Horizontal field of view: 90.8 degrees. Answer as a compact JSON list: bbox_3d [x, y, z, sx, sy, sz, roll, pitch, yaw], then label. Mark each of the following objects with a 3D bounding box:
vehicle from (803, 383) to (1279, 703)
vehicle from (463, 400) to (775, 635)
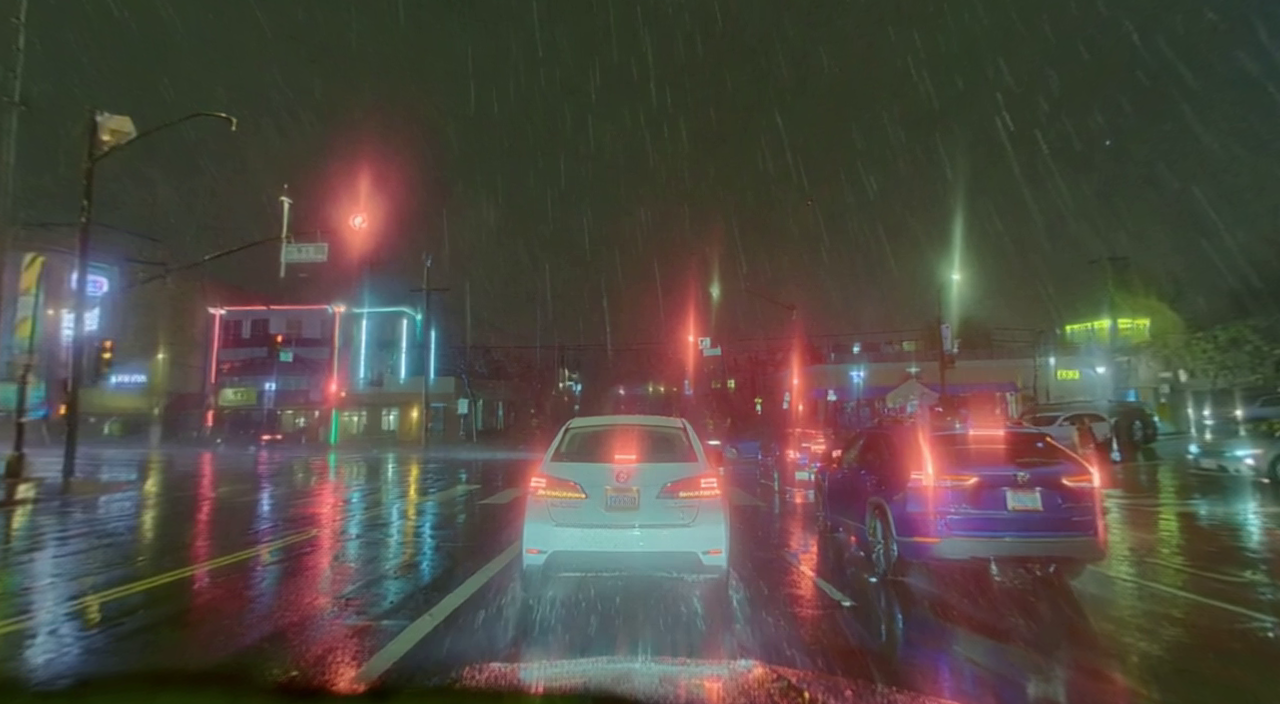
[{"bbox_3d":[3.036,1.307,5.440,1.983,1.654,4.354,0,-8,-1],"label":"vehicle"},{"bbox_3d":[-0.144,1.477,6.738,2.123,1.589,4.702,0,-8,0],"label":"vehicle"}]
